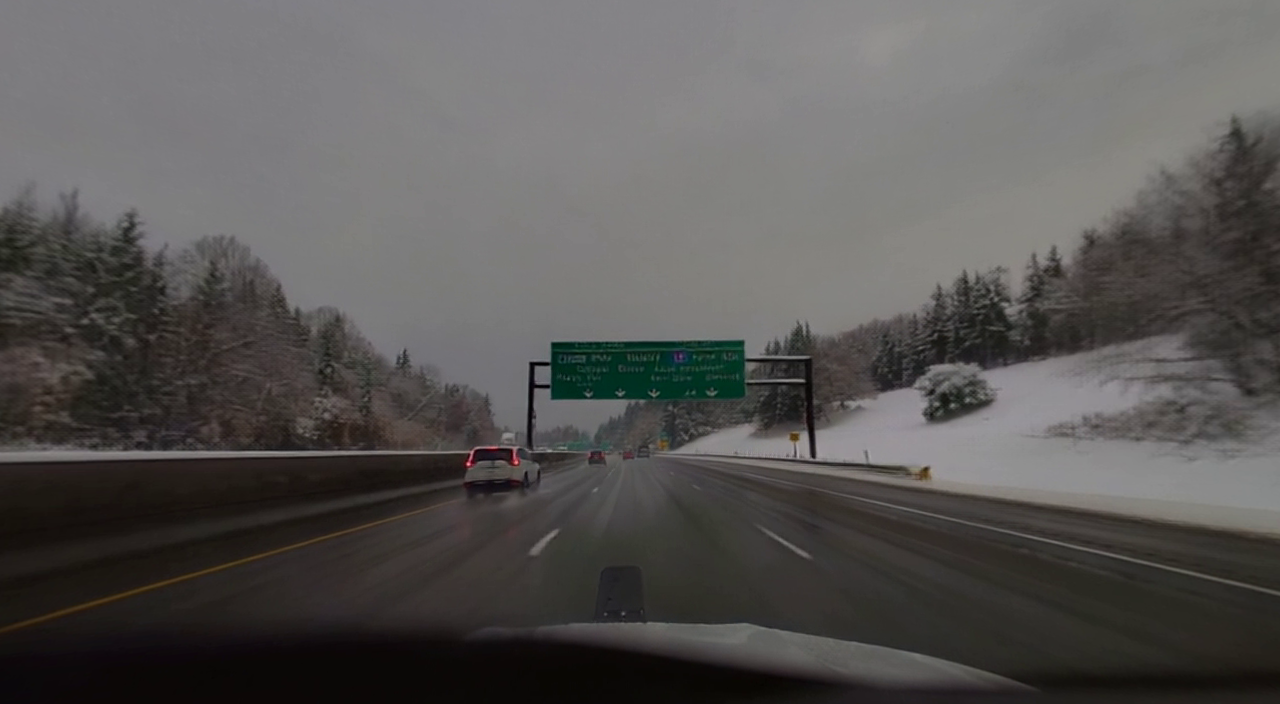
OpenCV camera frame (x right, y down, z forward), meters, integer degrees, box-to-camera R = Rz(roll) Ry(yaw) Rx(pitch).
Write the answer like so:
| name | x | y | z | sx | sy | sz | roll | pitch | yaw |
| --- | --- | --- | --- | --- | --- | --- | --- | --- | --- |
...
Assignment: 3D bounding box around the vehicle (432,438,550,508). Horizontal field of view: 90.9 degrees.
| name | x | y | z | sx | sy | sz | roll | pitch | yaw |
| --- | --- | --- | --- | --- | --- | --- | --- | --- | --- |
| vehicle | -3.745 | 3.146 | 16.774 | 2.028 | 1.584 | 4.481 | 0 | -9 | 0 |
